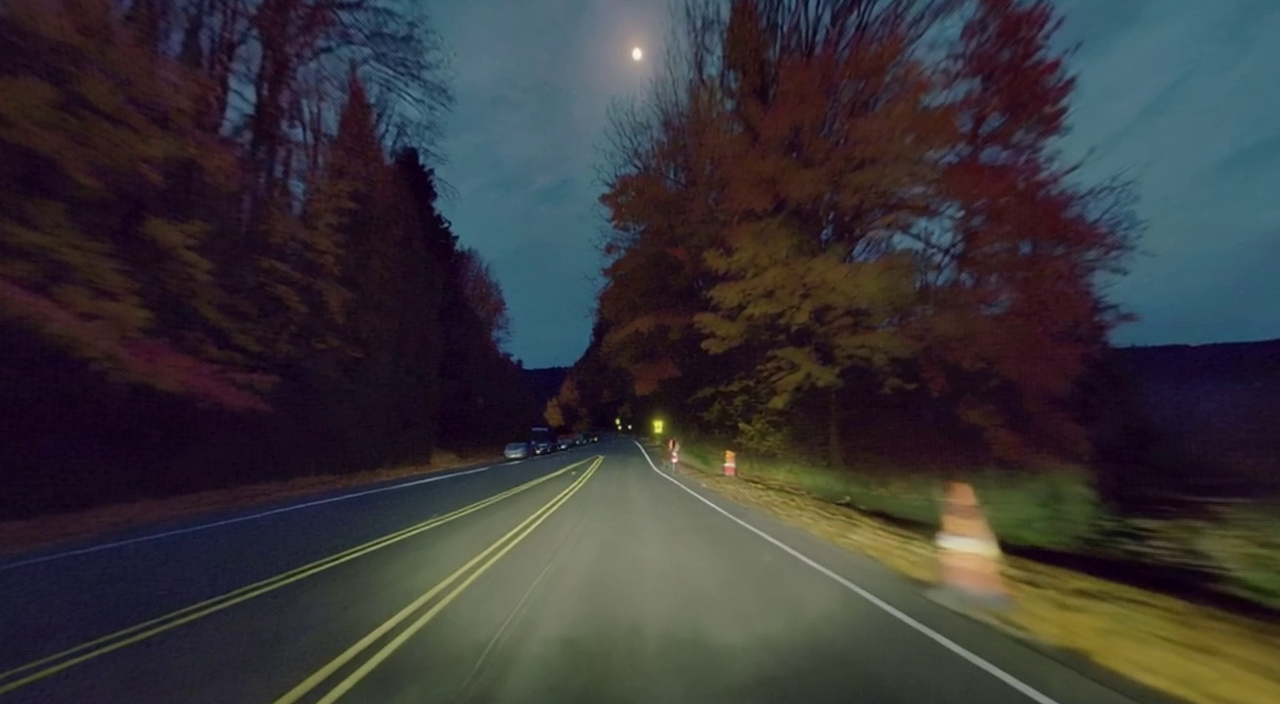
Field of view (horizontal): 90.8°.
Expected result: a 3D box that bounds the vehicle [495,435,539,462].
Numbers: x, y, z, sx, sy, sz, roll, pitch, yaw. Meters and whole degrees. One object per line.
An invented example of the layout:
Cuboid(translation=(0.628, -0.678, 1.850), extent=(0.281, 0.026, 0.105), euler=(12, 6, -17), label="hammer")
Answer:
Cuboid(translation=(-8.701, 6.850, 45.128), extent=(1.991, 1.759, 4.443), euler=(-3, -8, 3), label="vehicle")
